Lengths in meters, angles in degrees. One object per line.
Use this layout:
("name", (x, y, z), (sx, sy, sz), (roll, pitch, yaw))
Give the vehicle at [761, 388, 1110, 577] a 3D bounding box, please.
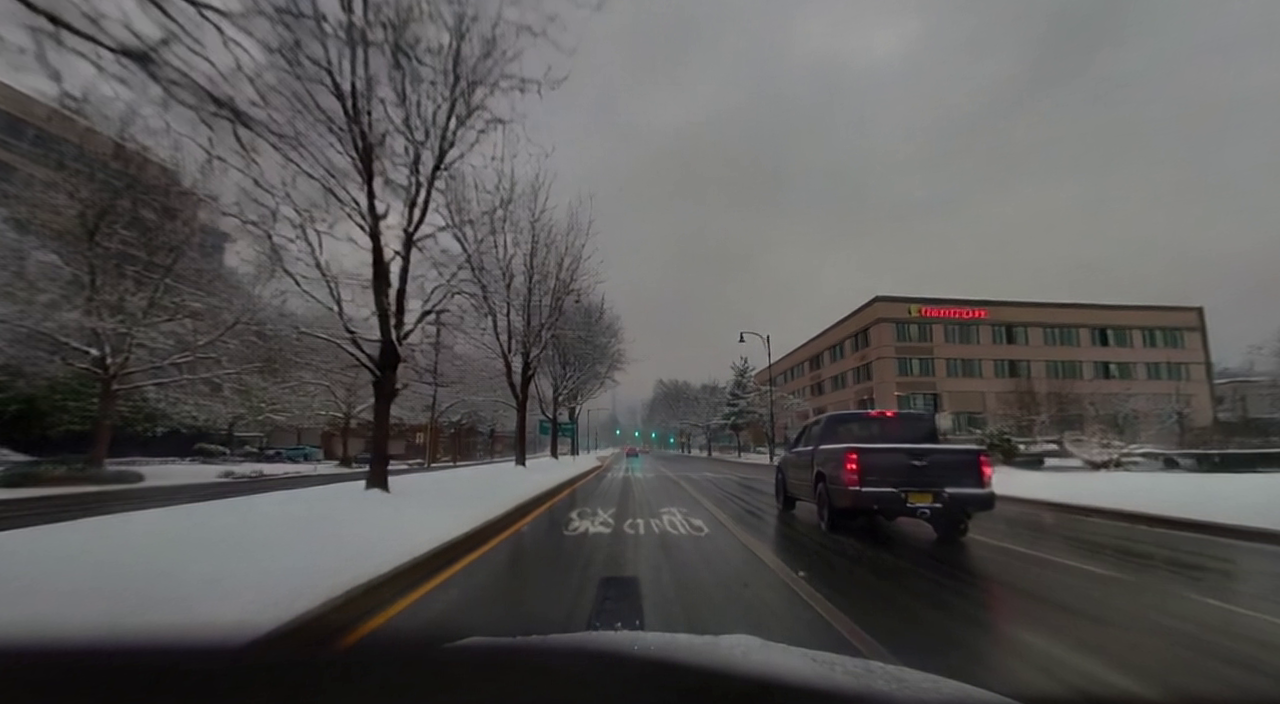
("vehicle", (3.622, 1.751, 9.305), (2.505, 1.971, 5.162), (0, -9, -1))
